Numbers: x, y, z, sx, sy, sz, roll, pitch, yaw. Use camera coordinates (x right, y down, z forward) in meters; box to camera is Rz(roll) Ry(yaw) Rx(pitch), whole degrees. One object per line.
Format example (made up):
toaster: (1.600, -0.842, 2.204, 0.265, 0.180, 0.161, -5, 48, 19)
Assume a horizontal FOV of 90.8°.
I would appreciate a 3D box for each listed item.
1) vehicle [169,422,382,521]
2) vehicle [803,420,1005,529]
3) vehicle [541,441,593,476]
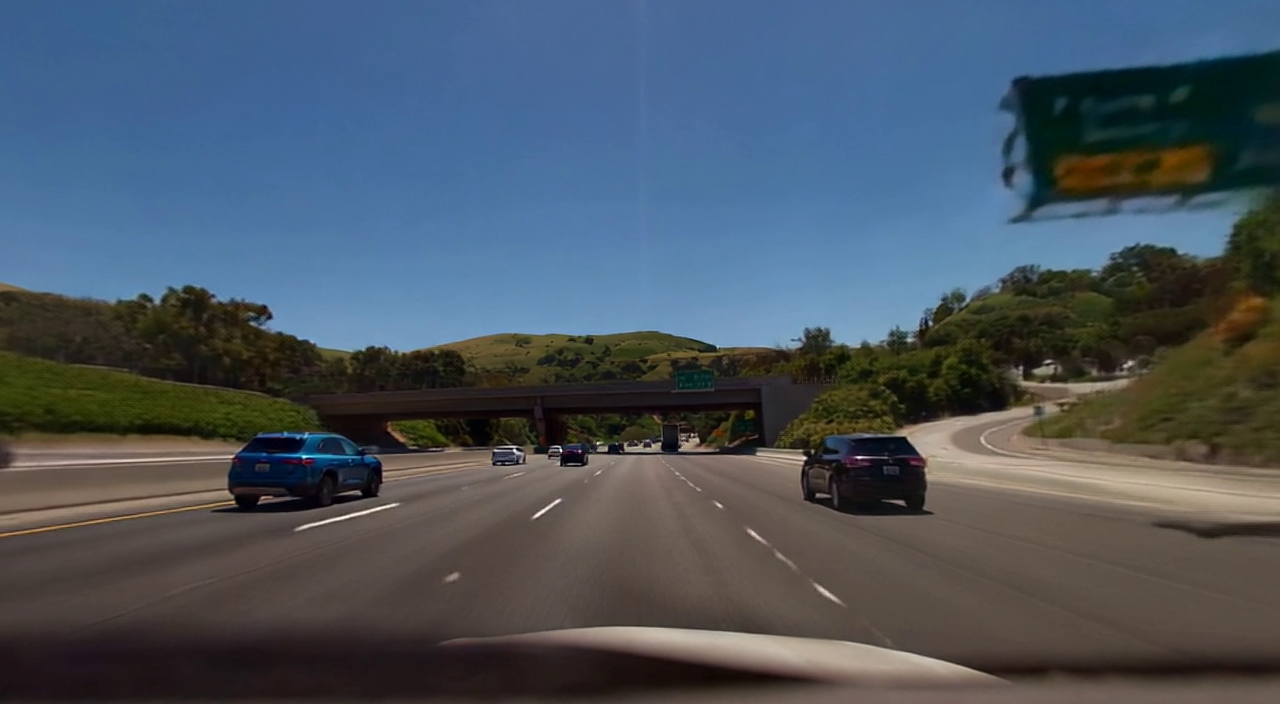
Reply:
vehicle: (-7.130, 2.374, 12.994, 1.860, 1.694, 4.173, 0, -9, 0)
vehicle: (4.768, 2.284, 12.323, 1.950, 1.719, 4.545, 0, -9, 0)
vehicle: (-3.378, 5.055, 30.174, 1.925, 1.509, 4.363, 0, -9, 0)
